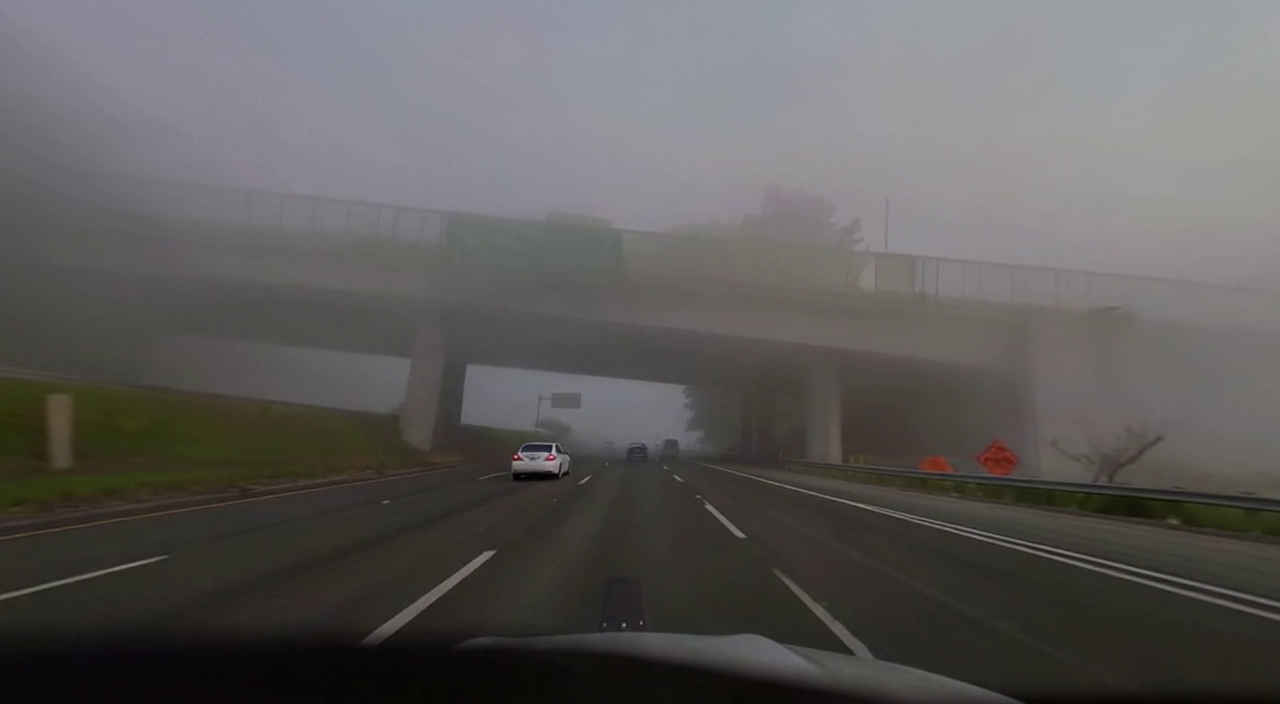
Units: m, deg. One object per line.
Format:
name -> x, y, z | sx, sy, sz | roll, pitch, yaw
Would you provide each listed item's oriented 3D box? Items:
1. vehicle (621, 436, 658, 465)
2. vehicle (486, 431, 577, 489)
vehicle -> -0.048, 6.519, 41.823 | 2.328, 1.805, 4.502 | 0, -8, -1
vehicle -> -3.414, 3.506, 20.840 | 2.114, 1.650, 4.730 | -1, -8, 1
